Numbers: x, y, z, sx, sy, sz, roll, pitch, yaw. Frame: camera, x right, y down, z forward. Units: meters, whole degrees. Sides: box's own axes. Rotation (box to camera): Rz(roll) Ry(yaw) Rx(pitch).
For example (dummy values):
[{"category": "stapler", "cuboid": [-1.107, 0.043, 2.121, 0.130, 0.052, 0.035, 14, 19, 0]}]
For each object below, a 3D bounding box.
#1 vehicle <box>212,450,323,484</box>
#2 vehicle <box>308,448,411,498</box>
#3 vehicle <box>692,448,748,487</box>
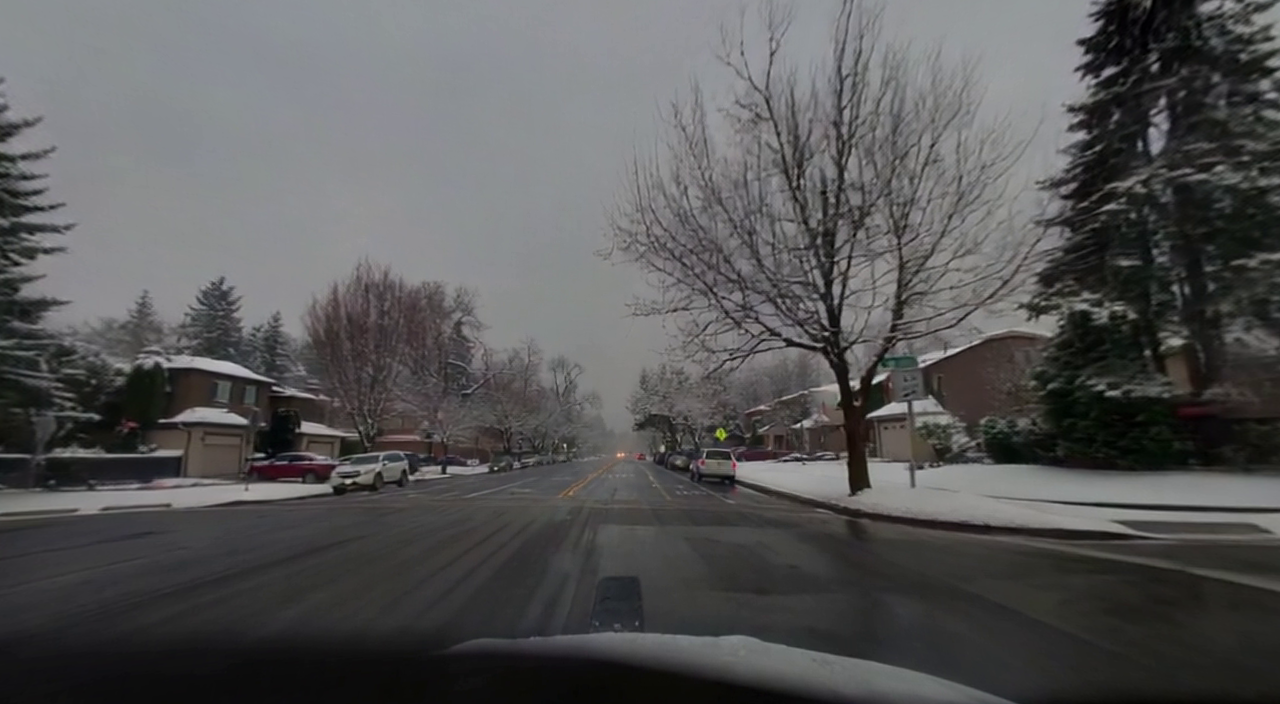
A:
[{"category": "vehicle", "cuboid": [-19.414, 6.010, 33.101, 4.450, 1.677, 2.027, 0, -9, -3]}, {"category": "vehicle", "cuboid": [-12.152, 5.248, 27.880, 2.199, 1.988, 5.454, 0, -9, -2]}, {"category": "vehicle", "cuboid": [3.824, 5.631, 30.988, 2.027, 1.751, 4.433, 0, -9, -2]}]
